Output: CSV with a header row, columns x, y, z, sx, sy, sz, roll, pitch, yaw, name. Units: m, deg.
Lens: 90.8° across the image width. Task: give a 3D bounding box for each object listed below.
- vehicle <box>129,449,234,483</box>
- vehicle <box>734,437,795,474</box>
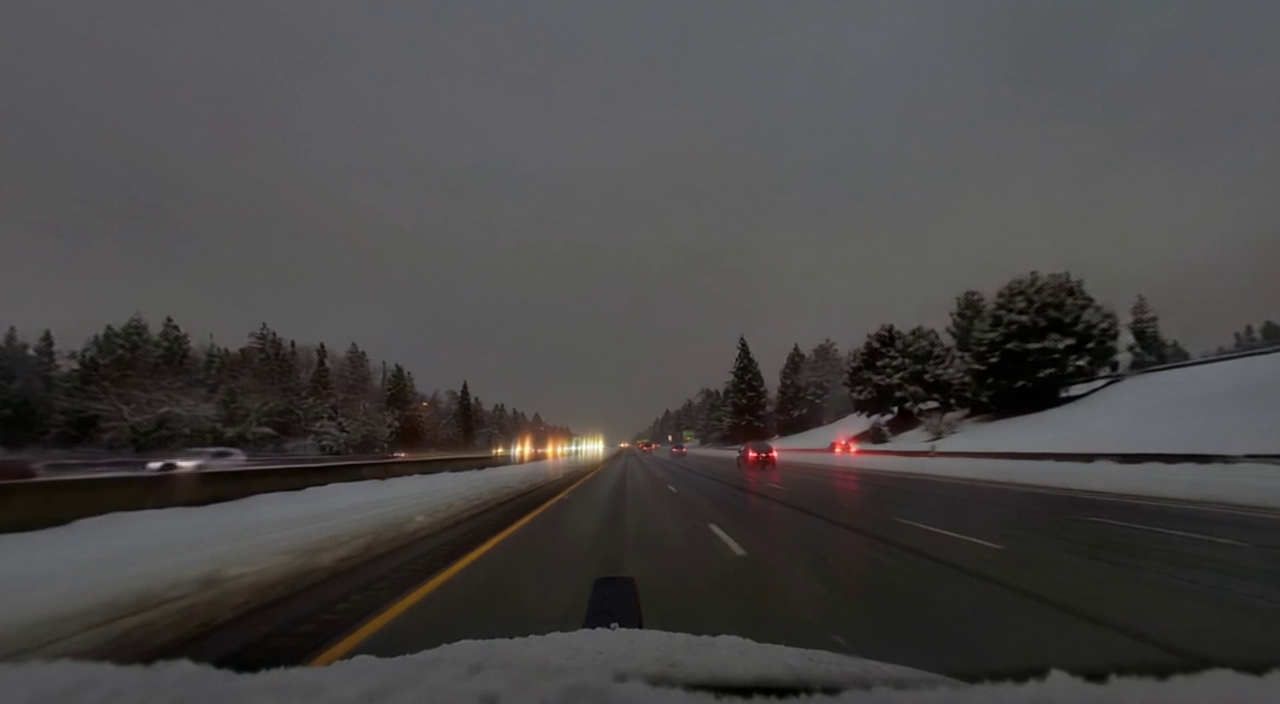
x,y,z,sx,sy,sz,roll,pitch,yaw,name
-22.580,5.608,31.363,1.855,1.501,4.438,0,-9,0,vehicle
6.115,5.139,31.505,2.030,1.706,4.279,0,-9,-1,vehicle
